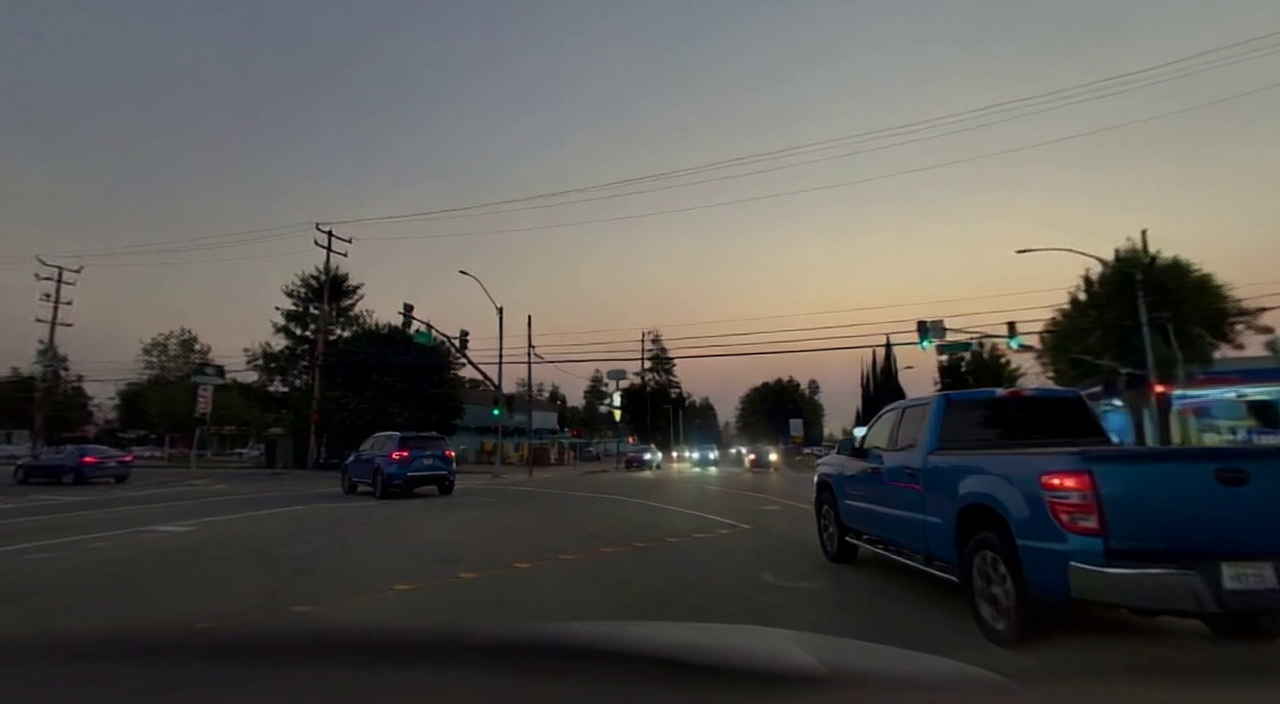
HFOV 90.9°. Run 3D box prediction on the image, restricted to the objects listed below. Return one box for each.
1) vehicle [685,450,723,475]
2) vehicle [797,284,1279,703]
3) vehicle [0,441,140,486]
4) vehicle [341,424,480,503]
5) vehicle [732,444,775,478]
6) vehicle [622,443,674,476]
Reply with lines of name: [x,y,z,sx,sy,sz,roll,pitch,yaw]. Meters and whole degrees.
vehicle: [4.109,6.974,39.963,1.856,1.448,4.455,-2,-9,12]
vehicle: [3.048,1.029,4.844,2.036,1.818,5.192,0,-8,-4]
vehicle: [-23.555,4.573,26.079,4.498,1.725,1.921,-2,-9,12]
vehicle: [-6.460,2.994,17.369,2.141,1.842,4.889,6,-11,-37]
vehicle: [6.378,5.975,34.931,2.089,1.737,4.720,-2,-9,13]
vehicle: [0.578,6.693,39.631,2.303,1.895,5.301,-2,-9,11]
